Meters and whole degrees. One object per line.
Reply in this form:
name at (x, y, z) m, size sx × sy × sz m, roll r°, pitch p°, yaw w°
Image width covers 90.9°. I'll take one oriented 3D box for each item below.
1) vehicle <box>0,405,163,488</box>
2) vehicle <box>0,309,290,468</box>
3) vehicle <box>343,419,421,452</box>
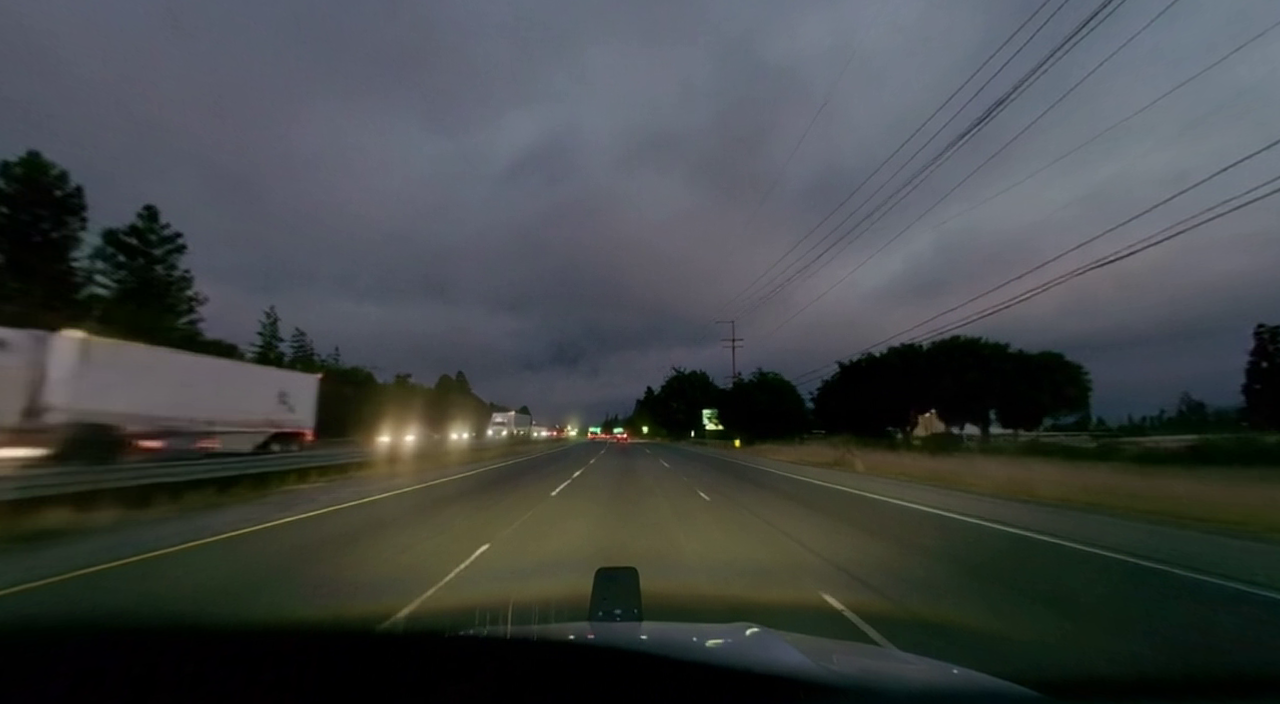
vehicle at (-12.267, 1.861, 12.542) m, size 2.027 × 1.453 × 4.529 m, roll 0°, pitch -8°, yaw -1°
vehicle at (-16.660, 1.645, 20.675) m, size 2.851 × 3.719 × 13.623 m, roll 0°, pitch -8°, yaw -1°
vehicle at (-12.761, 4.169, 31.456) m, size 2.182 × 1.502 × 3.994 m, roll 0°, pitch -8°, yaw 0°
